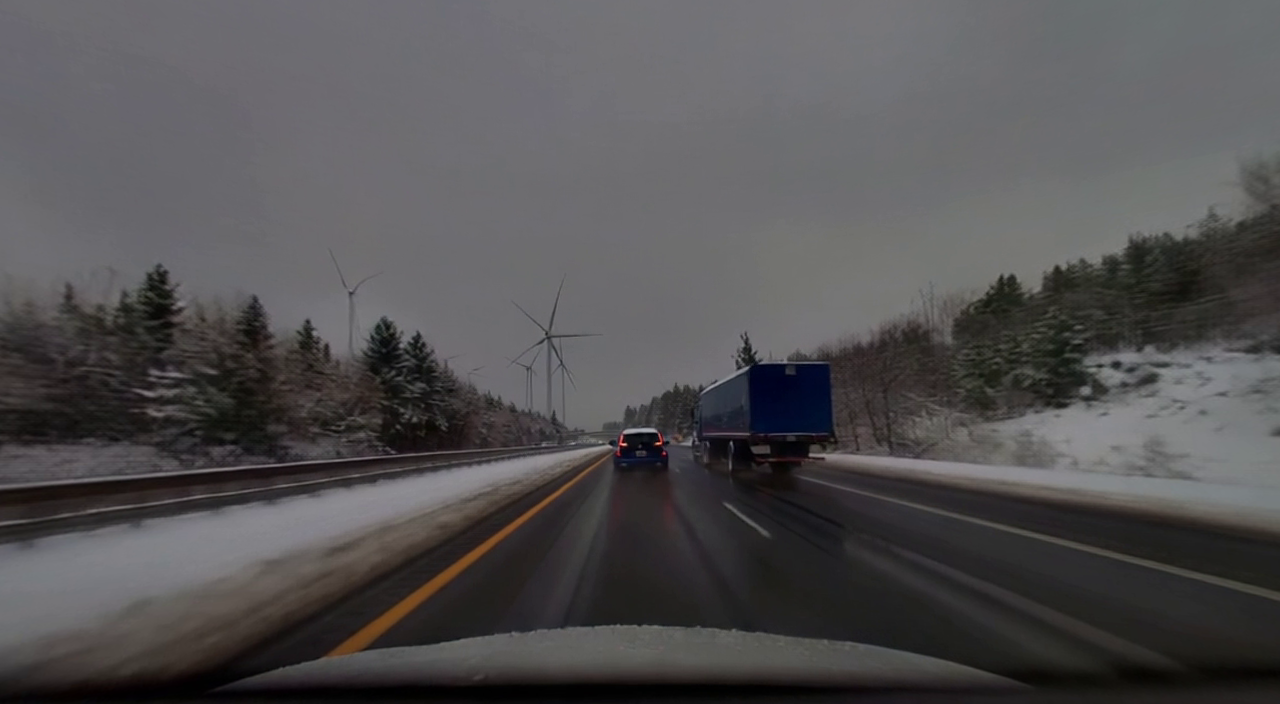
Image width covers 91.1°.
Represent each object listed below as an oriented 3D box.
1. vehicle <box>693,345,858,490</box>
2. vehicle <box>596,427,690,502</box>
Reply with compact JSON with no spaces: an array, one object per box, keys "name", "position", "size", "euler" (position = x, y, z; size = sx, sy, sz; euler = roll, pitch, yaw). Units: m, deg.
[{"name":"vehicle","position":[4.453,2.811,25.344],"size":[3.129,4.126,14.913],"euler":[0,-8,-1]},{"name":"vehicle","position":[0.042,2.733,15.844],"size":[2.038,1.624,4.312],"euler":[0,-8,-1]}]
